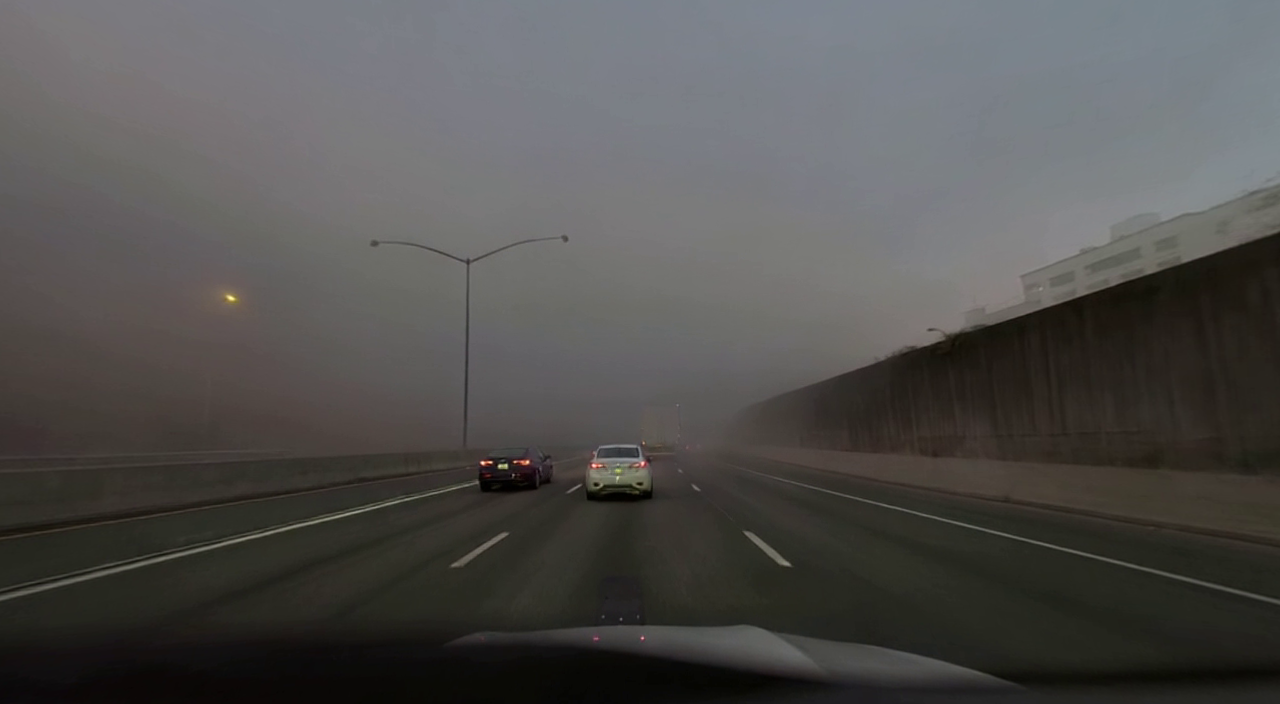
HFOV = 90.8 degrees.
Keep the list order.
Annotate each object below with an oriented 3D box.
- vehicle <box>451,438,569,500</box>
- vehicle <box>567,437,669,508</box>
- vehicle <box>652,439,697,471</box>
[{"bbox_3d":[-3.465,3.254,17.997,2.130,1.474,5.027,-1,-9,2],"label":"vehicle"},{"bbox_3d":[-0.408,2.842,15.350,2.136,1.470,3.971,-1,-9,2],"label":"vehicle"},{"bbox_3d":[1.883,5.833,36.024,2.166,1.666,4.618,0,-9,-2],"label":"vehicle"}]
